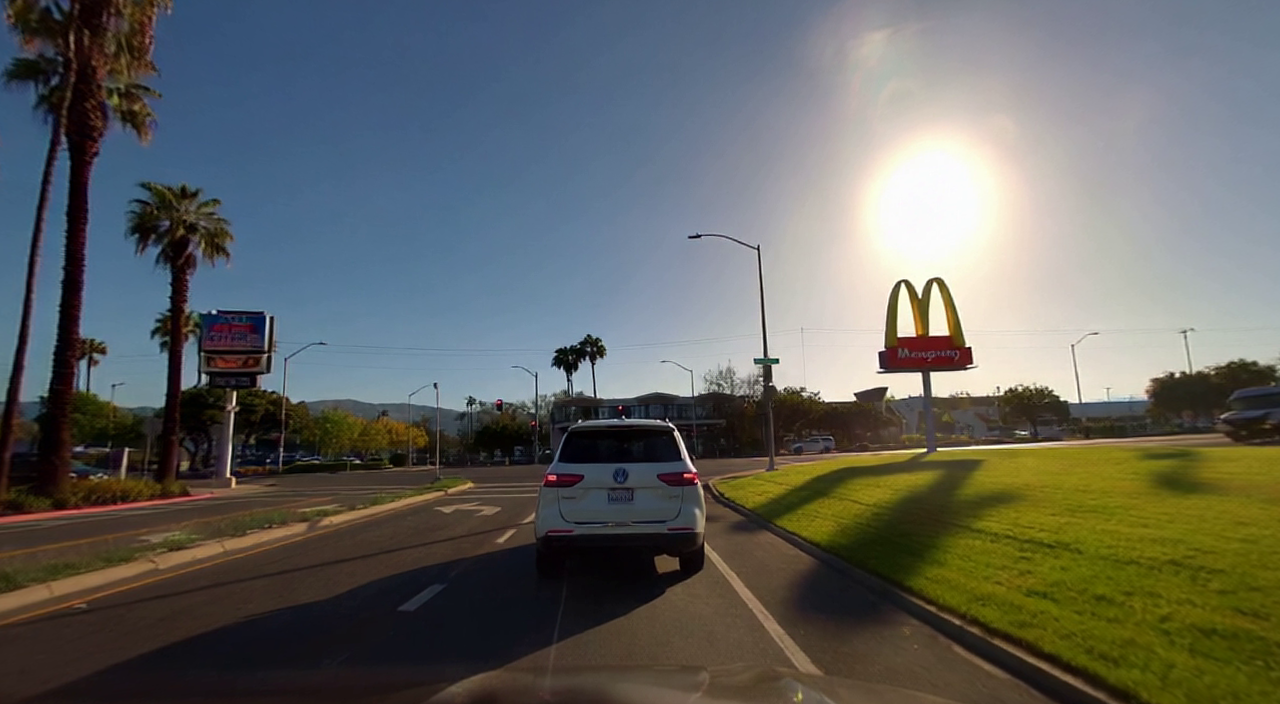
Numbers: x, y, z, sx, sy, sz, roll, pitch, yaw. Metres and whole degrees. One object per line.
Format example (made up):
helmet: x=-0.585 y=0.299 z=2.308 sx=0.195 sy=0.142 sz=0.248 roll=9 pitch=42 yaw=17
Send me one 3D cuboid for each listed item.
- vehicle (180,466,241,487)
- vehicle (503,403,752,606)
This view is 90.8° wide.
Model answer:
vehicle: x=-33.267 y=9.655 z=49.023 sx=1.792 sy=1.439 sz=3.952 roll=-1 pitch=-9 yaw=3
vehicle: x=-0.149 y=1.610 z=7.484 sx=2.137 sy=1.728 sz=3.926 roll=0 pitch=-9 yaw=-1
